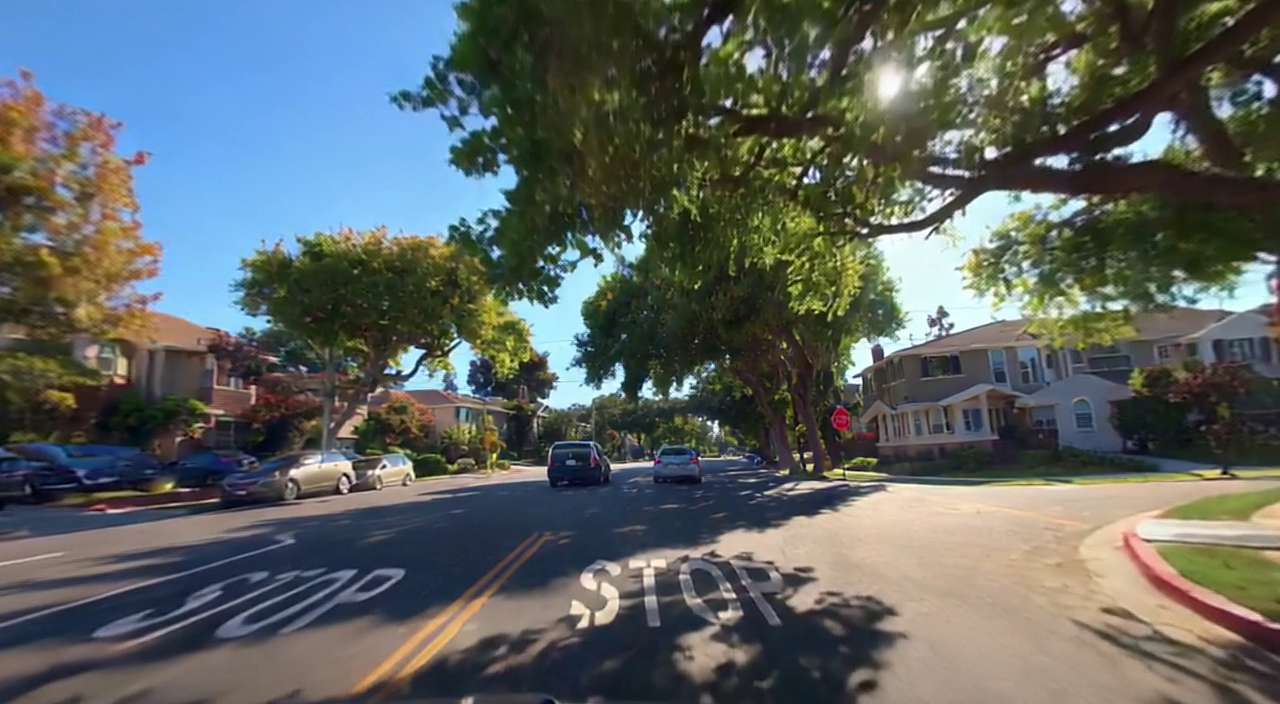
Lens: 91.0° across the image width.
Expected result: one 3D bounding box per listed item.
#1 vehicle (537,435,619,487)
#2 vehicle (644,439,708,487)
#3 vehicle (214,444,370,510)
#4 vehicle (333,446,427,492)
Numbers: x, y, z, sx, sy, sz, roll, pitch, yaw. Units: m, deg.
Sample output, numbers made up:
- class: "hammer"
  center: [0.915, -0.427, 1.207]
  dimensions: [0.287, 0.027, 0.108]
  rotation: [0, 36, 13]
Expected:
- class: "vehicle"
  center: [-2.127, 3.935, 23.002]
  dimensions: [2.178, 1.695, 4.339]
  rotation: [-1, -9, 6]
- class: "vehicle"
  center: [1.280, 3.722, 21.379]
  dimensions: [1.955, 1.459, 4.383]
  rotation: [-1, -9, 5]
- class: "vehicle"
  center: [-12.712, 4.560, 23.664]
  dimensions: [2.191, 1.980, 5.888]
  rotation: [-4, -8, 5]
- class: "vehicle"
  center: [-11.927, 5.429, 29.325]
  dimensions: [2.076, 1.864, 4.730]
  rotation: [-3, -10, 5]
